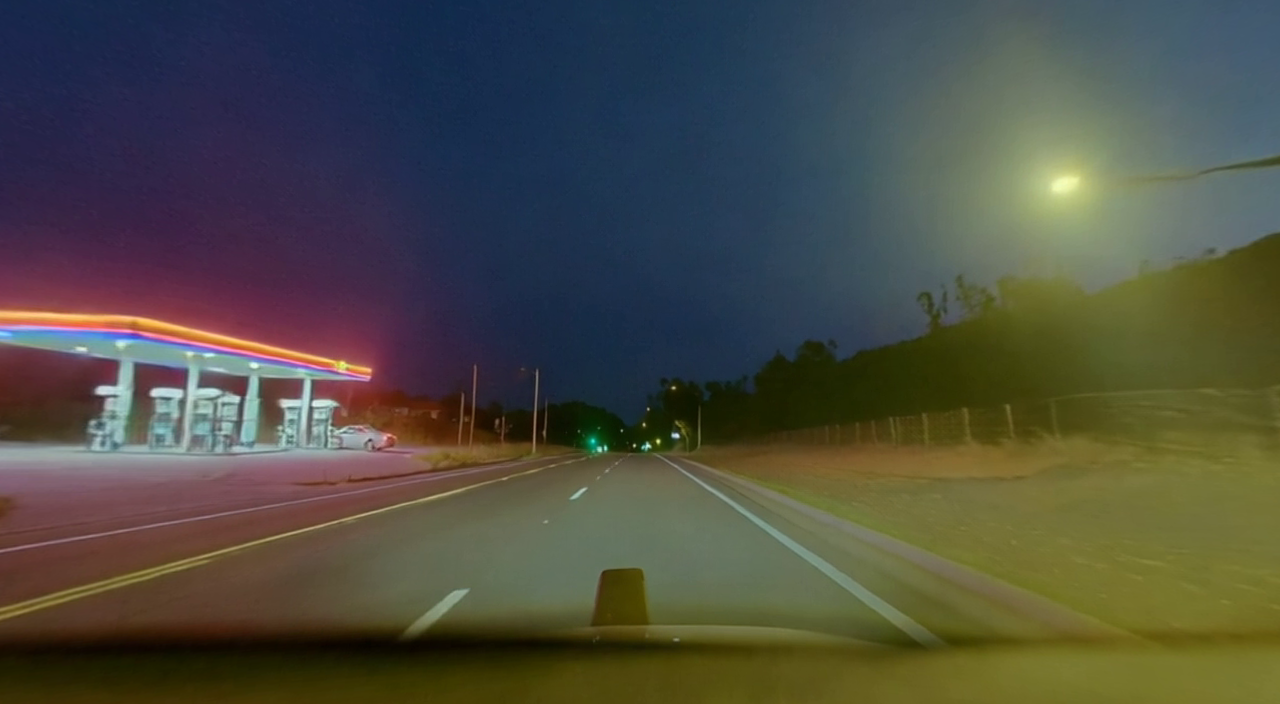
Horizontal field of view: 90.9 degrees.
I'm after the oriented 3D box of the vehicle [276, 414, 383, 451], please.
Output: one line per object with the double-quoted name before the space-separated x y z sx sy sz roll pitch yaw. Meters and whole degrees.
"vehicle" -22.477 5.852 45.777 6.311 2.571 3.118 -2 -7 12
